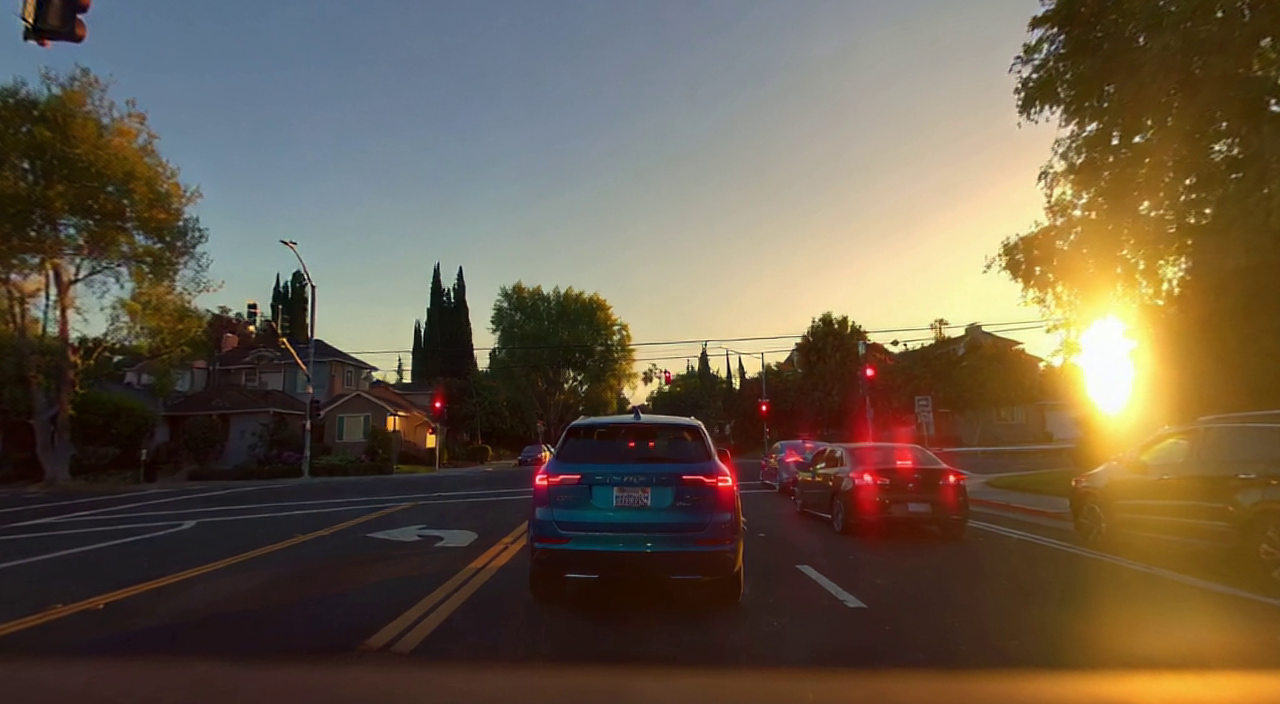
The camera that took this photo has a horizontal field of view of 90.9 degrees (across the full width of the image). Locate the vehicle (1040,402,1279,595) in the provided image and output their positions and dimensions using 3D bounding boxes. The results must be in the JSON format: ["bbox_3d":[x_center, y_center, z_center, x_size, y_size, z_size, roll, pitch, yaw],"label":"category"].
[{"bbox_3d":[7.023,1.541,7.039,1.989,1.791,4.735,0,-8,0],"label":"vehicle"}]

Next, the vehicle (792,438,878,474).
[{"bbox_3d":[9.172,4.810,29.371,2.077,1.527,4.755,-7,-11,39],"label":"vehicle"}]

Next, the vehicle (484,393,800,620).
[{"bbox_3d":[0.044,1.460,6.907,2.322,1.667,4.367,0,-8,1],"label":"vehicle"}]

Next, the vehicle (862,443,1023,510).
[{"bbox_3d":[7.291,3.006,15.812,1.860,1.436,4.479,0,-8,0],"label":"vehicle"}]
